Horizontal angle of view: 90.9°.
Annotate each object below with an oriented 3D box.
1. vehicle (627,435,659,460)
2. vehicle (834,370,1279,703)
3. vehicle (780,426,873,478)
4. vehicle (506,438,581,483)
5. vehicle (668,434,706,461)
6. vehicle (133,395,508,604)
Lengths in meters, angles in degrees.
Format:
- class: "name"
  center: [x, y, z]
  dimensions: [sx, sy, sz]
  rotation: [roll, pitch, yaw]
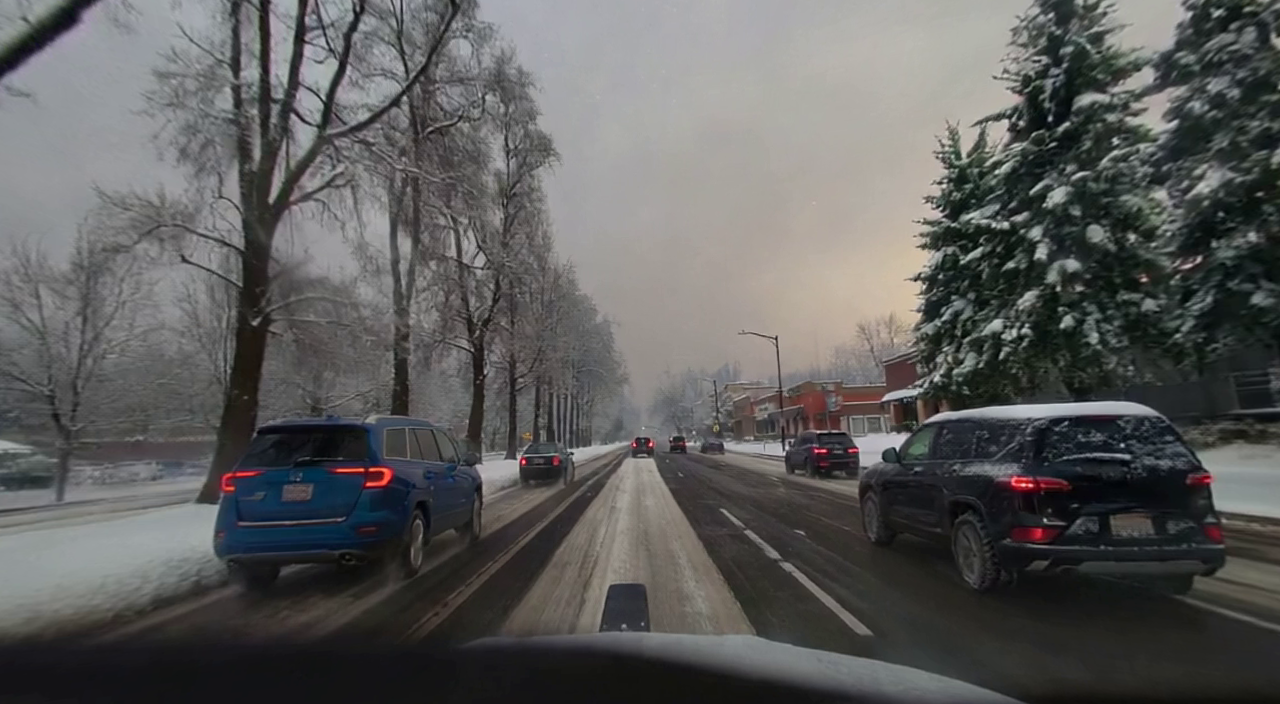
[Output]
- class: "vehicle"
  center: [0.203, 7.247, 47.660]
  dimensions: [2.304, 1.795, 4.526]
  rotation: [0, -9, -1]
- class: "vehicle"
  center: [3.384, 1.257, 5.411]
  dimensions: [2.088, 1.666, 4.512]
  rotation: [0, -9, 2]
- class: "vehicle"
  center: [6.954, 3.804, 24.067]
  dimensions: [2.076, 1.793, 4.464]
  rotation: [0, -9, -1]
- class: "vehicle"
  center: [-3.381, 3.901, 22.933]
  dimensions: [2.036, 1.465, 4.301]
  rotation: [0, -9, 1]
- class: "vehicle"
  center: [3.192, 6.682, 44.071]
  dimensions: [2.178, 1.804, 4.766]
  rotation: [0, -9, -1]
- class: "vehicle"
  center: [-3.120, 1.561, 7.503]
  dimensions: [2.141, 1.719, 4.379]
  rotation: [0, -9, 0]
